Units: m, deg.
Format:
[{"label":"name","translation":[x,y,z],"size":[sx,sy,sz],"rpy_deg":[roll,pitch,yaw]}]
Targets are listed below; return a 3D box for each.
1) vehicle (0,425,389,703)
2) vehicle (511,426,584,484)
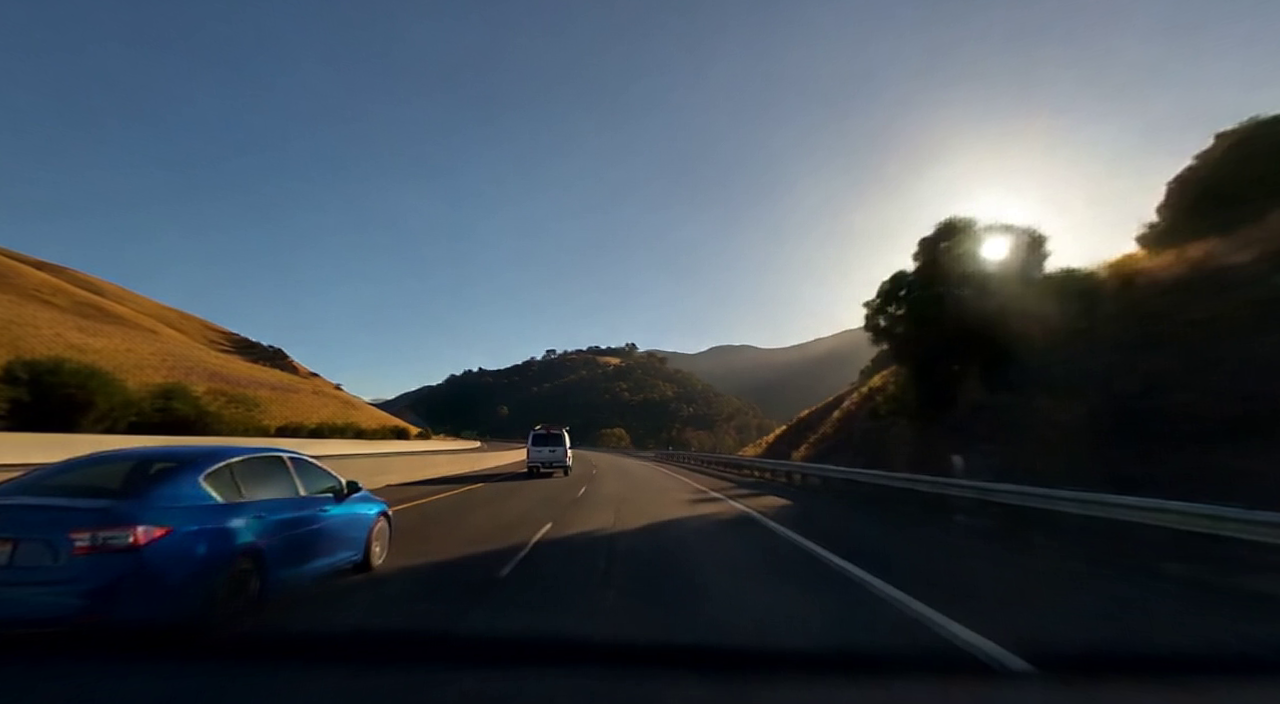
[{"label":"vehicle","translation":[-4.011,1.418,4.966],"size":[2.097,1.511,4.585],"rpy_deg":[-1,-9,1]},{"label":"vehicle","translation":[-3.861,4.451,27.573],"size":[2.444,2.204,5.568],"rpy_deg":[-1,-9,-1]}]
